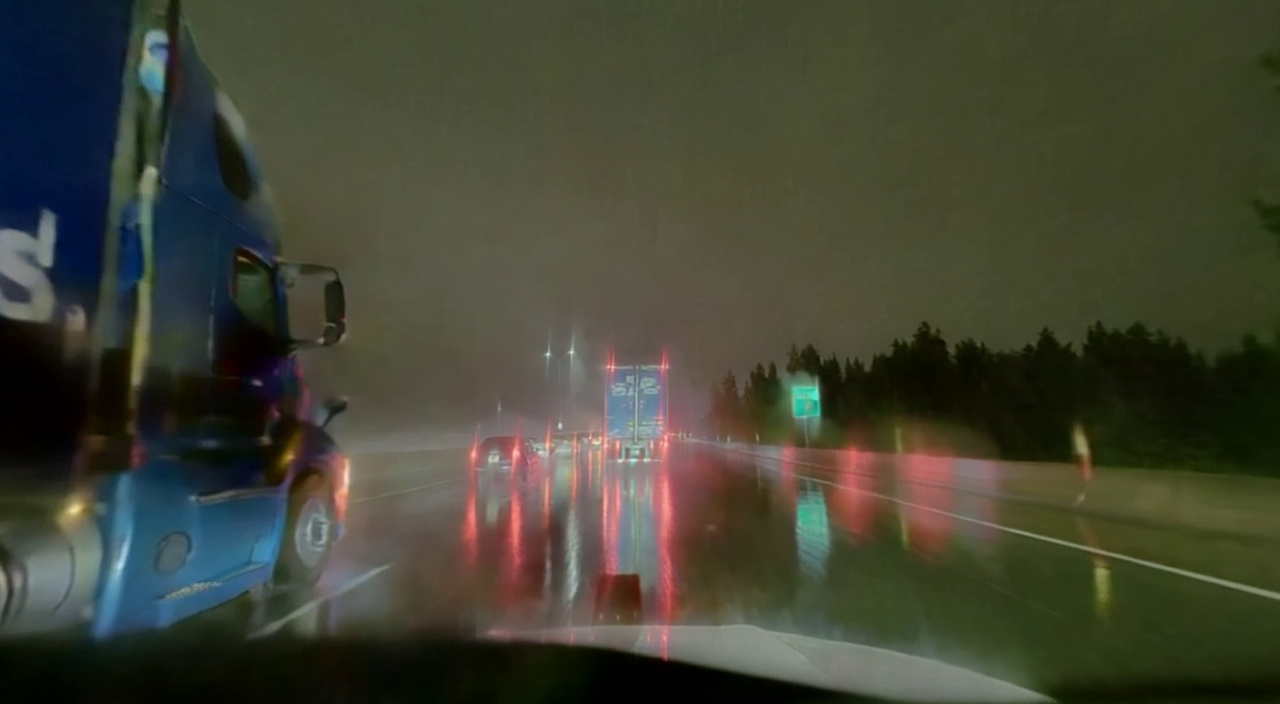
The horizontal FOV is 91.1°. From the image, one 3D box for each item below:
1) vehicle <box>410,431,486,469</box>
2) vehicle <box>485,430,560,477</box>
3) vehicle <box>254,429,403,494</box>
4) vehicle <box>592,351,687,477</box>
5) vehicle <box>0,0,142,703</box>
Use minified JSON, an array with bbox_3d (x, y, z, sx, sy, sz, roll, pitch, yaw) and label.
[{"bbox_3d":[-8.492,4.355,28.249,1.976,1.510,4.604,0,-8,0],"label":"vehicle"},{"bbox_3d":[-4.030,3.541,22.220,1.933,1.492,3.838,0,-8,-1],"label":"vehicle"},{"bbox_3d":[-8.090,2.837,16.815,1.943,1.500,4.011,0,-8,-1],"label":"vehicle"},{"bbox_3d":[-0.199,2.727,26.063,3.118,4.106,10.719,0,-8,-2],"label":"vehicle"},{"bbox_3d":[-4.381,-0.510,0.522,3.007,4.031,6.044,0,-7,-3],"label":"vehicle"}]
